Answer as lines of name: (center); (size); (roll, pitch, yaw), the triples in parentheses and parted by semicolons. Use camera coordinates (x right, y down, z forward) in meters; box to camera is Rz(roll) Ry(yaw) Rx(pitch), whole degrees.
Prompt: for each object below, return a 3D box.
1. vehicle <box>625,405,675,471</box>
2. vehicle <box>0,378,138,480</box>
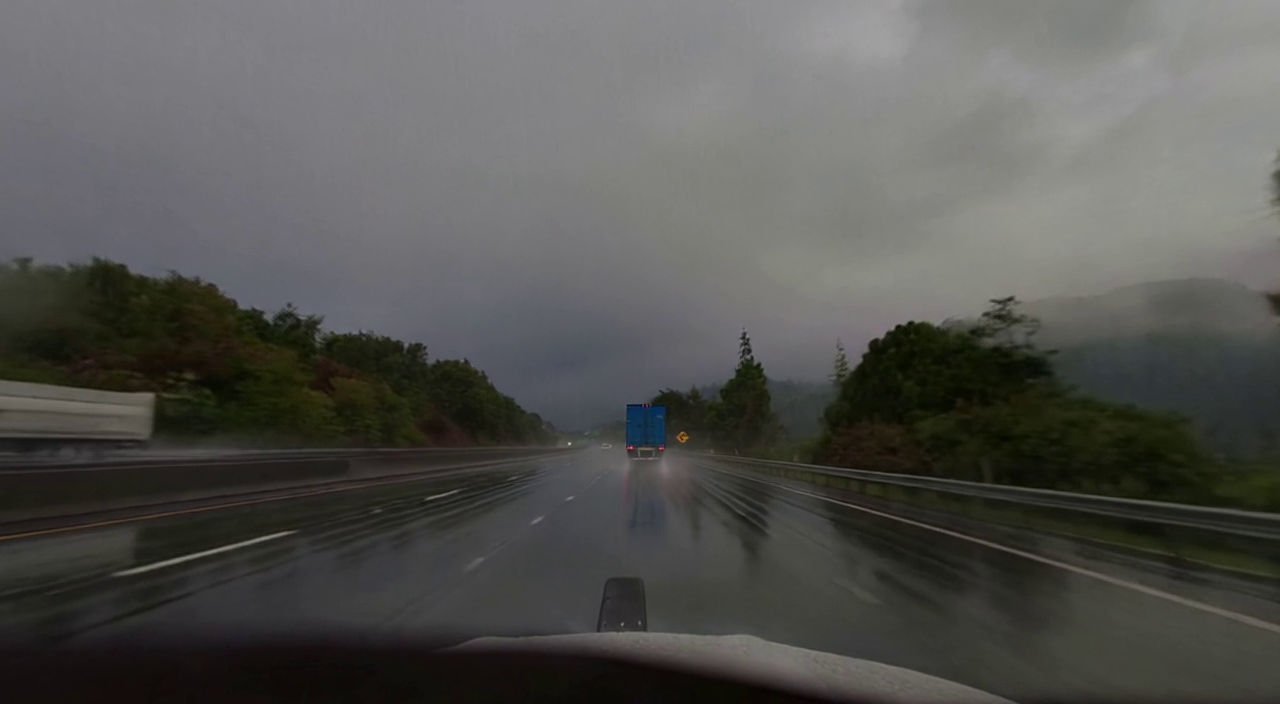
vehicle: (0.474, 6.131, 44.215); (3.055, 4.009, 10.972); (0, -9, -2)
vehicle: (-23.238, 2.536, 20.904); (2.819, 3.410, 12.707); (0, -9, 0)
